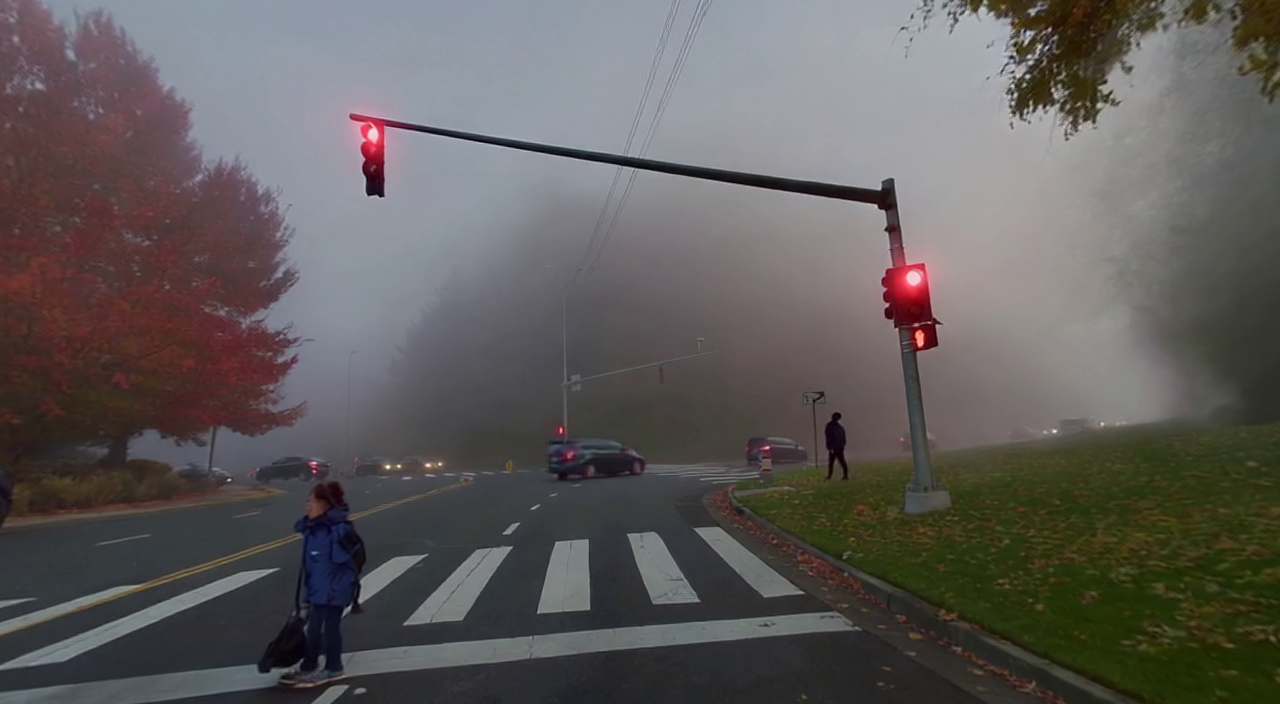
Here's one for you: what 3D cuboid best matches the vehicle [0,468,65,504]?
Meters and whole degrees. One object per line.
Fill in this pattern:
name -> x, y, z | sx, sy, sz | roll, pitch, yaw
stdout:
vehicle -> -30.319, 6.453, 30.350 | 1.800, 1.520, 3.968 | 2, -9, -14

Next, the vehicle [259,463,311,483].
vehicle -> -28.119, 9.586, 49.753 | 1.776, 1.452, 3.920 | 0, -9, 0

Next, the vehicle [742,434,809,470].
vehicle -> 7.821, 5.736, 35.945 | 1.942, 1.920, 4.263 | -8, -11, 39

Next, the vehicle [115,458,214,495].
vehicle -> -27.817, 7.268, 36.911 | 2.064, 1.913, 5.081 | 0, -9, -4

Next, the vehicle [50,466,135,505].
vehicle -> -25.414, 6.157, 29.264 | 1.694, 1.528, 4.225 | 3, -9, -23

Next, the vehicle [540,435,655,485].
vehicle -> -1.636, 4.388, 25.832 | 2.036, 1.849, 4.811 | -7, -11, 37

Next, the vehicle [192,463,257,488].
vehicle -> -28.522, 8.476, 43.178 | 1.768, 1.465, 3.972 | 0, -9, -1
